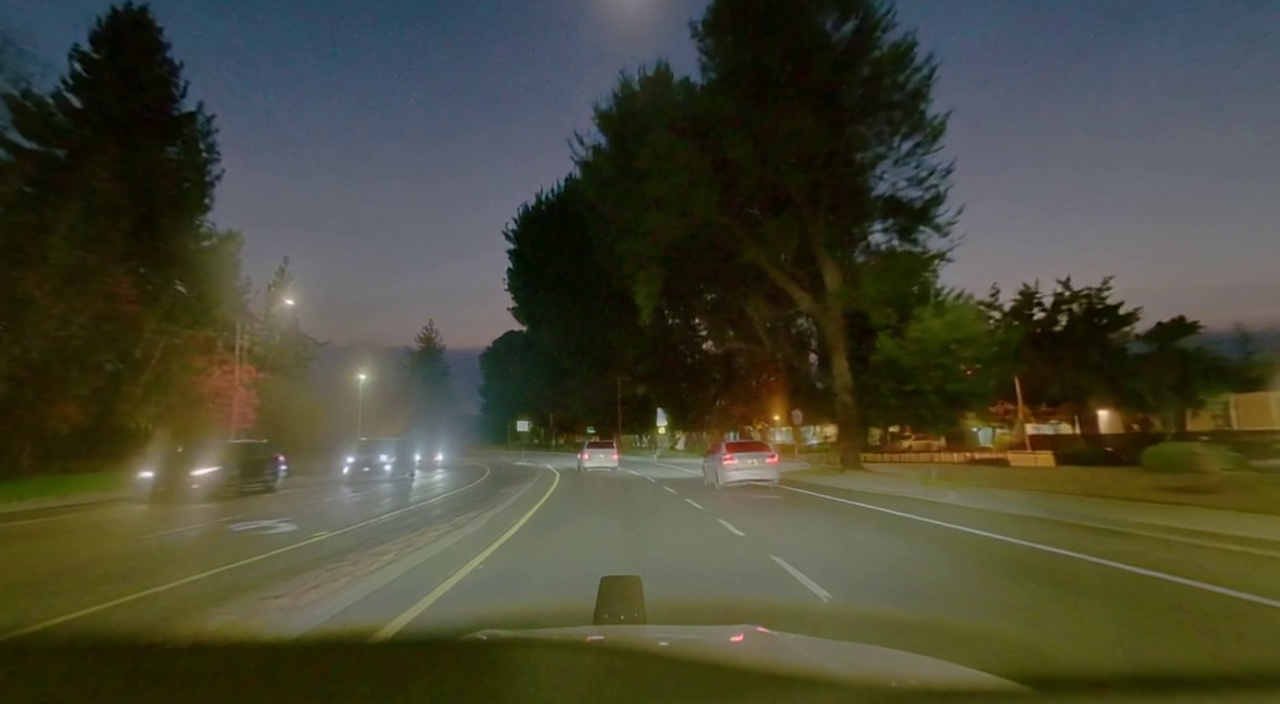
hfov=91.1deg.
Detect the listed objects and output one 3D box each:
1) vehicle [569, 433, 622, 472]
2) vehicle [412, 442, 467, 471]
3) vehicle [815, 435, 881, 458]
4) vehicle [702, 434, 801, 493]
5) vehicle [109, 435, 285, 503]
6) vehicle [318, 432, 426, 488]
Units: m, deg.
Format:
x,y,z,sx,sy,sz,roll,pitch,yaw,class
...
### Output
x,y,z,sx,sy,sz,roll,pitch,yaw,class
-2.317,5.043,31.734,2.165,1.783,4.391,2,-9,-10,vehicle
-11.682,6.144,36.837,2.002,1.550,4.444,1,-10,-4,vehicle
16.259,7.379,49.122,4.528,1.707,2.172,4,-9,-24,vehicle
3.078,3.192,18.369,1.915,1.495,4.880,0,-9,-1,vehicle
-13.478,3.561,19.617,2.288,1.842,4.837,1,-9,-5,vehicle
-9.519,3.857,22.808,2.211,1.801,4.894,1,-9,-6,vehicle
